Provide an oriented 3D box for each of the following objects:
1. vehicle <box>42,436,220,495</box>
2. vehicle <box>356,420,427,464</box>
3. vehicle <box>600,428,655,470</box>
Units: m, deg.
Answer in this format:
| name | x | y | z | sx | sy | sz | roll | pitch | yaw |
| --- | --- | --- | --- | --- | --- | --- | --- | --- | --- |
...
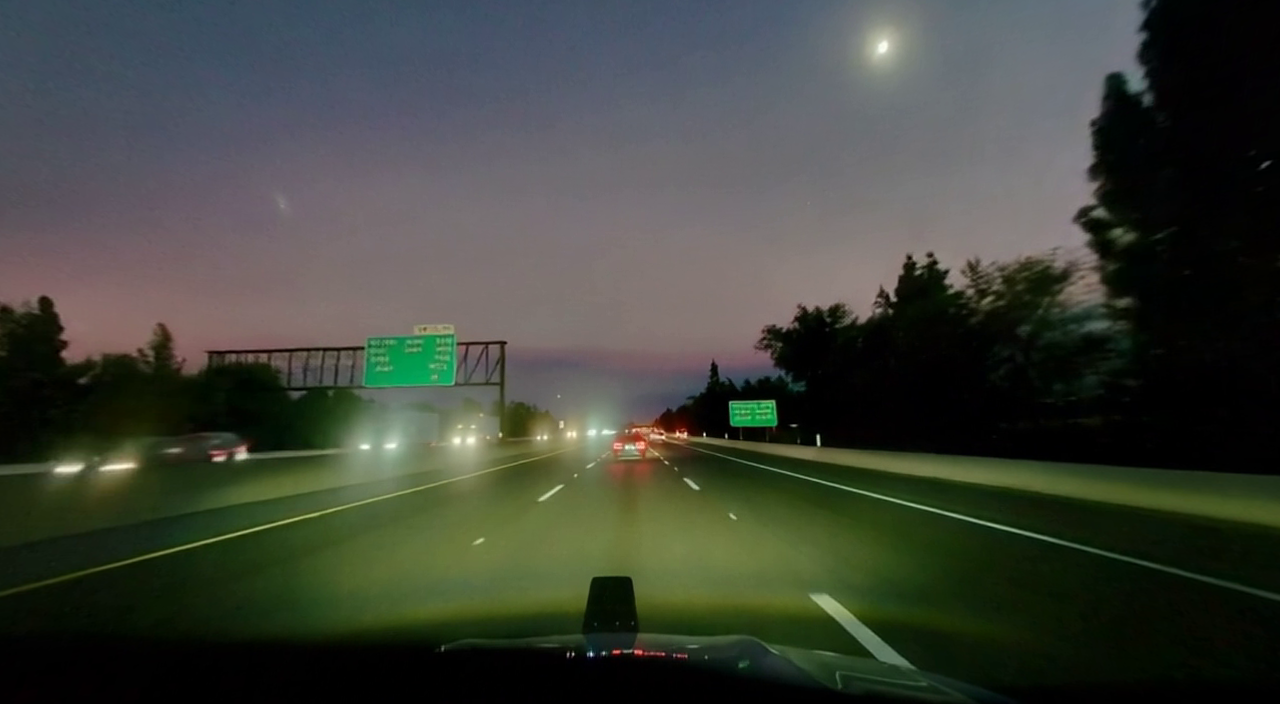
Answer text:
| name | x | y | z | sx | sy | sz | roll | pitch | yaw |
| --- | --- | --- | --- | --- | --- | --- | --- | --- | --- |
| vehicle | -16.037 | 3.545 | 20.256 | 2.001 | 1.671 | 4.427 | 0 | -8 | 0 |
| vehicle | -16.291 | 5.919 | 41.782 | 2.321 | 2.674 | 5.828 | 0 | -8 | -1 |
| vehicle | -0.514 | 3.986 | 26.247 | 2.094 | 1.600 | 3.666 | 0 | -8 | -1 |
